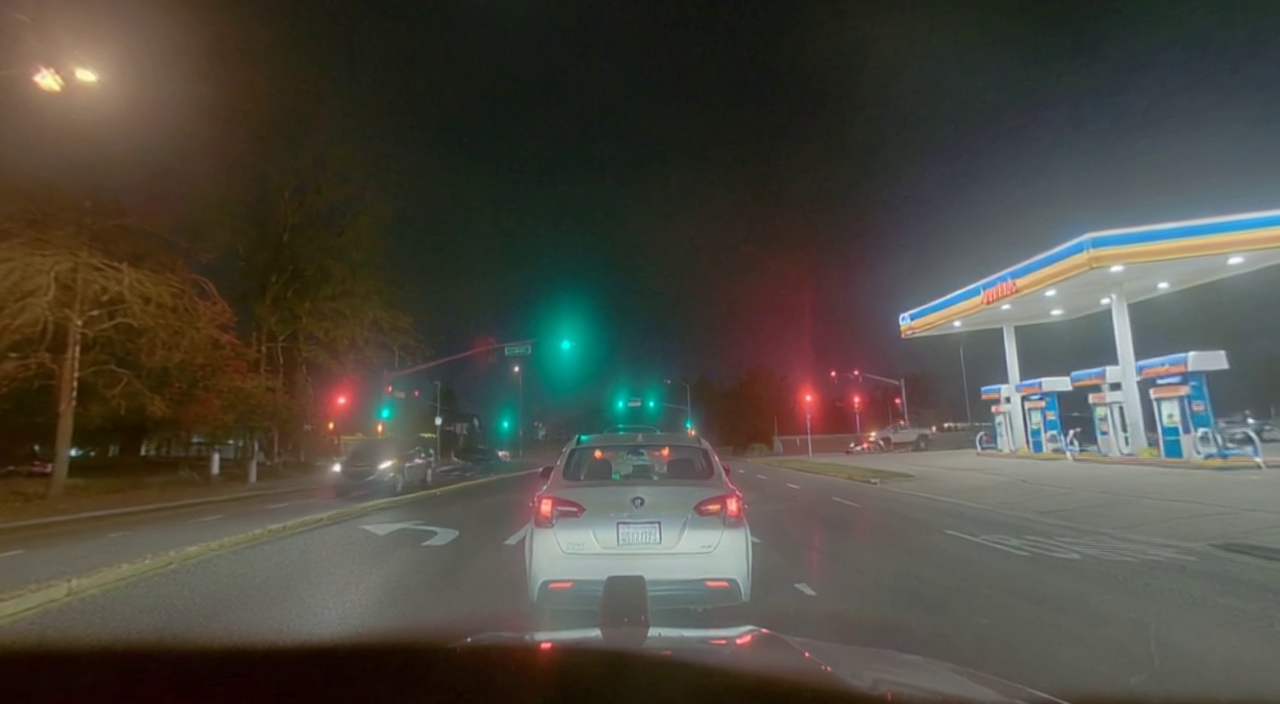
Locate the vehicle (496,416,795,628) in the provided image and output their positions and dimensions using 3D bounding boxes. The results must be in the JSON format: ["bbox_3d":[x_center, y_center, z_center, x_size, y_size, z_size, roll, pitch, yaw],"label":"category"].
[{"bbox_3d":[0.019,1.494,6.558,2.112,1.482,4.057,0,-8,-1],"label":"vehicle"}]

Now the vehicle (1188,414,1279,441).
[{"bbox_3d":[36.318,4.657,38.474,1.848,1.581,4.475,-1,-8,3],"label":"vehicle"}]

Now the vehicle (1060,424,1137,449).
[{"bbox_3d":[34.784,6.438,47.870,4.294,1.557,1.744,-4,-7,1],"label":"vehicle"}]

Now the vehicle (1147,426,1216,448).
[{"bbox_3d":[40.979,6.447,47.745,3.573,1.432,1.604,-3,-7,1],"label":"vehicle"}]

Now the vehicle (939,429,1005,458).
[{"bbox_3d":[18.382,5.057,34.862,2.053,1.495,4.091,-8,-11,44],"label":"vehicle"}]

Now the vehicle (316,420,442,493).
[{"bbox_3d":[-8.372,3.393,20.868,2.378,2.084,5.225,1,-8,-6],"label":"vehicle"}]
